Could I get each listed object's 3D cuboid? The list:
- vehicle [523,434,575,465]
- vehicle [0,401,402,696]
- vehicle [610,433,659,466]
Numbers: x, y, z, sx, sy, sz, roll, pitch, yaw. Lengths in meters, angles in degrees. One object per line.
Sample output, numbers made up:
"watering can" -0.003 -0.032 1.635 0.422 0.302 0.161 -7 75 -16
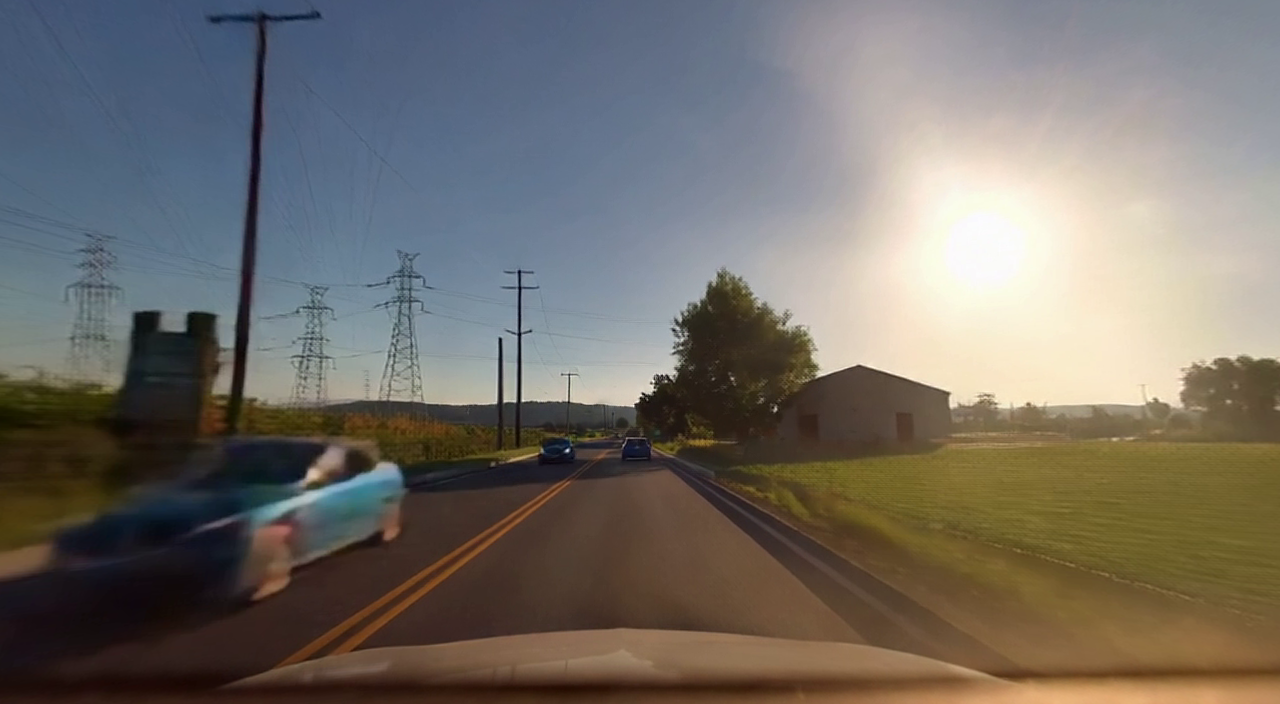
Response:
"vehicle" -4.578 4.973 32.334 2.091 1.470 4.490 0 -8 -1
"vehicle" -3.827 1.279 5.344 2.034 1.484 4.183 0 -8 -1
"vehicle" -0.271 4.741 30.842 2.241 1.471 3.829 0 -8 -1
